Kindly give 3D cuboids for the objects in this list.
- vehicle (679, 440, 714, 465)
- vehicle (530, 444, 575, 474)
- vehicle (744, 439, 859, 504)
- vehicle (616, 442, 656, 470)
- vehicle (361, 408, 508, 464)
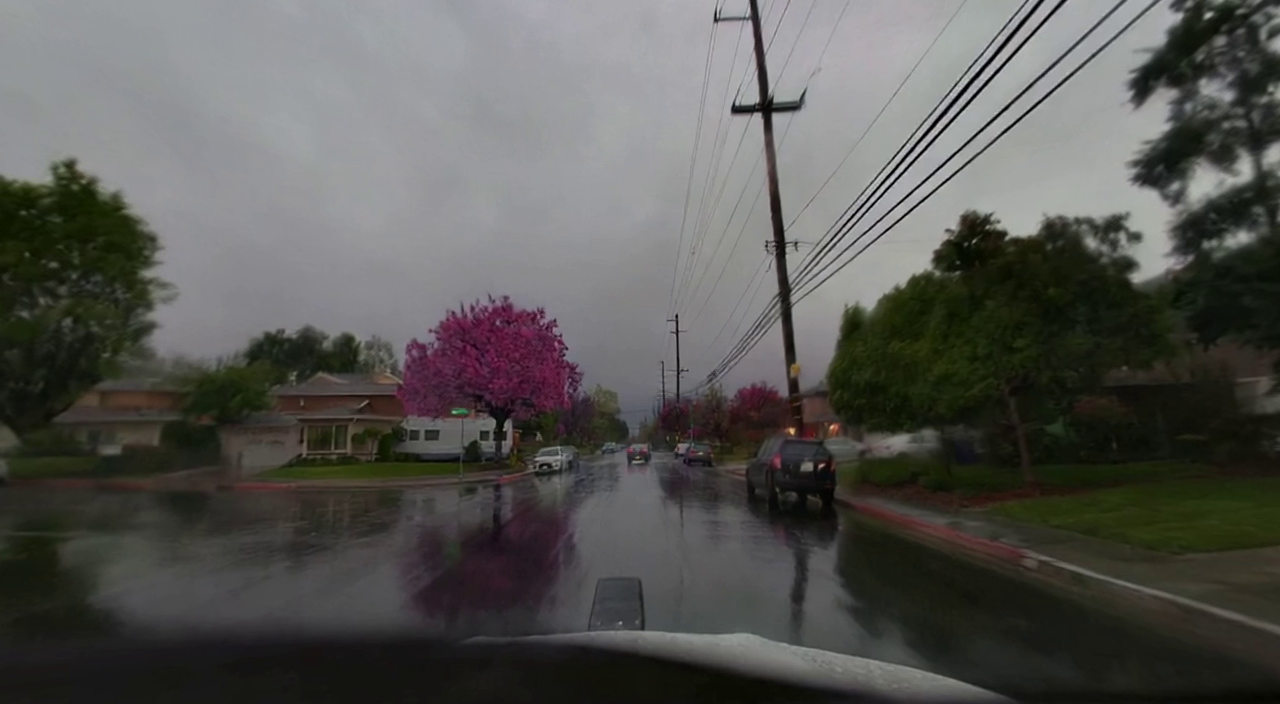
[{"bbox_3d":[3.959,7.122,44.970,2.103,1.679,4.386,0,-8,0],"label":"vehicle"},{"bbox_3d":[-4.804,5.919,35.190,1.874,1.413,4.442,0,-7,0],"label":"vehicle"},{"bbox_3d":[4.206,3.168,17.207,2.058,1.535,4.323,0,-8,1],"label":"vehicle"},{"bbox_3d":[-0.137,5.779,35.448,2.075,1.449,4.526,0,-8,2],"label":"vehicle"},{"bbox_3d":[-12.954,5.399,40.409,8.239,3.354,2.902,0,-9,1],"label":"vehicle"}]
